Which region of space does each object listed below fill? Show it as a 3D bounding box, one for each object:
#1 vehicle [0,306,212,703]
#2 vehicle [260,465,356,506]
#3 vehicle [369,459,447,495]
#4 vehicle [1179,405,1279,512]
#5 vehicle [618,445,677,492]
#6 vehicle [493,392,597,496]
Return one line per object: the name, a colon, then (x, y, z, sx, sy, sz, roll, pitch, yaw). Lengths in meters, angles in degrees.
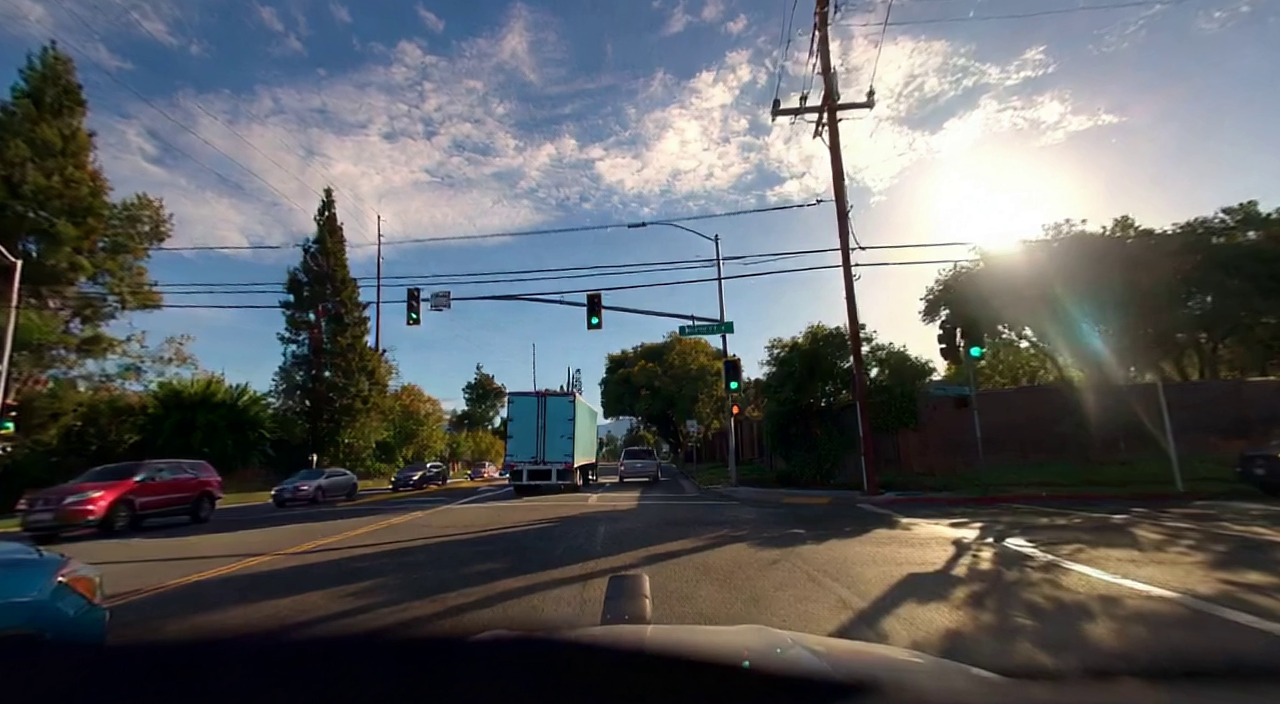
vehicle: (-3.176, 0.578, 0.809, 2.093, 1.832, 4.508, 0, -9, -1)
vehicle: (-15.256, 6.126, 29.285, 1.933, 1.606, 4.553, 0, -9, 1)
vehicle: (-11.988, 6.483, 32.975, 2.290, 1.644, 4.553, 0, -9, 1)
vehicle: (12.978, 1.882, 11.259, 4.628, 1.751, 1.997, -1, -9, 5)
vehicle: (0.295, 4.633, 25.481, 2.174, 1.749, 4.113, 0, -8, 1)
vehicle: (-3.645, 3.902, 26.775, 2.928, 3.658, 8.980, 0, -9, 1)
